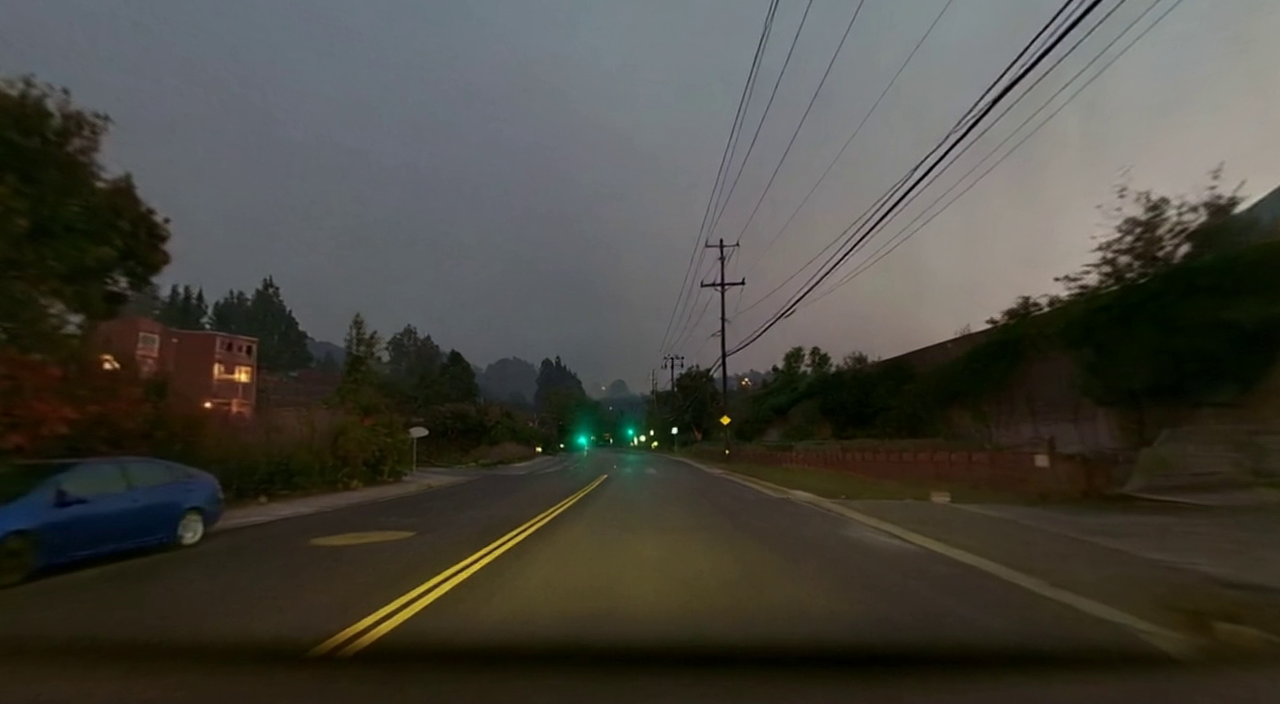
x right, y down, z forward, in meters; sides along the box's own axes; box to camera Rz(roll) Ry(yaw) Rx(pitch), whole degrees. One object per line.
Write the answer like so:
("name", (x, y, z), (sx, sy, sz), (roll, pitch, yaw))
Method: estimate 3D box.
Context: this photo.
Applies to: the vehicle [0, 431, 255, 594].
("vehicle", (-7.707, 1.964, 8.494), (2.114, 1.693, 4.468), (0, -9, 2))
